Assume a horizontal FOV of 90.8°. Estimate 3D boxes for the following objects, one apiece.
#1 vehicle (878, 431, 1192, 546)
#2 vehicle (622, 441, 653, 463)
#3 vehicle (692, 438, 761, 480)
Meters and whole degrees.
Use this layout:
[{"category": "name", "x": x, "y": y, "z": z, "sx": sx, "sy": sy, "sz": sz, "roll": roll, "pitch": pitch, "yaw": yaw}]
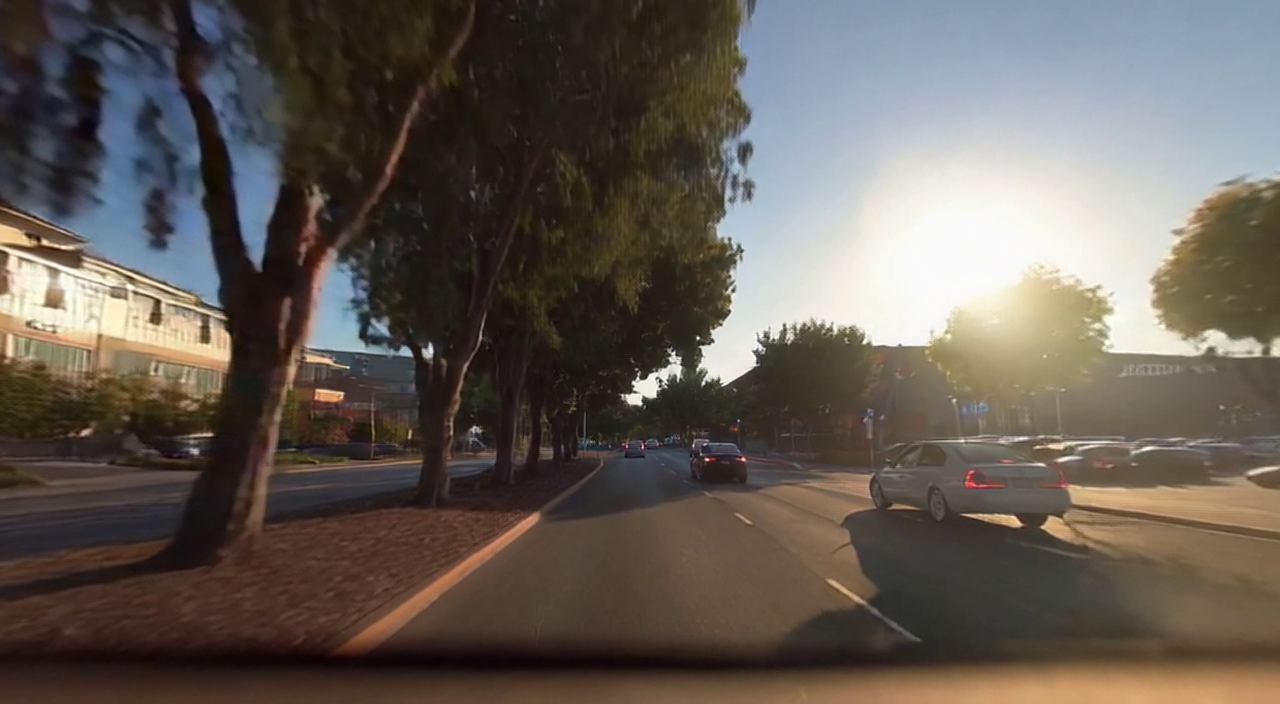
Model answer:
[{"category": "vehicle", "x": 6.233, "y": 2.181, "z": 10.879, "sx": 2.098, "sy": 1.507, "sz": 4.655, "roll": 1, "pitch": -9, "yaw": -5}, {"category": "vehicle", "x": -0.244, "y": 7.059, "z": 44.583, "sx": 2.095, "sy": 1.456, "sz": 3.873, "roll": 0, "pitch": -8, "yaw": -1}, {"category": "vehicle", "x": 3.320, "y": 4.240, "z": 25.266, "sx": 1.953, "sy": 1.514, "sz": 4.672, "roll": 0, "pitch": -8, "yaw": -2}]
